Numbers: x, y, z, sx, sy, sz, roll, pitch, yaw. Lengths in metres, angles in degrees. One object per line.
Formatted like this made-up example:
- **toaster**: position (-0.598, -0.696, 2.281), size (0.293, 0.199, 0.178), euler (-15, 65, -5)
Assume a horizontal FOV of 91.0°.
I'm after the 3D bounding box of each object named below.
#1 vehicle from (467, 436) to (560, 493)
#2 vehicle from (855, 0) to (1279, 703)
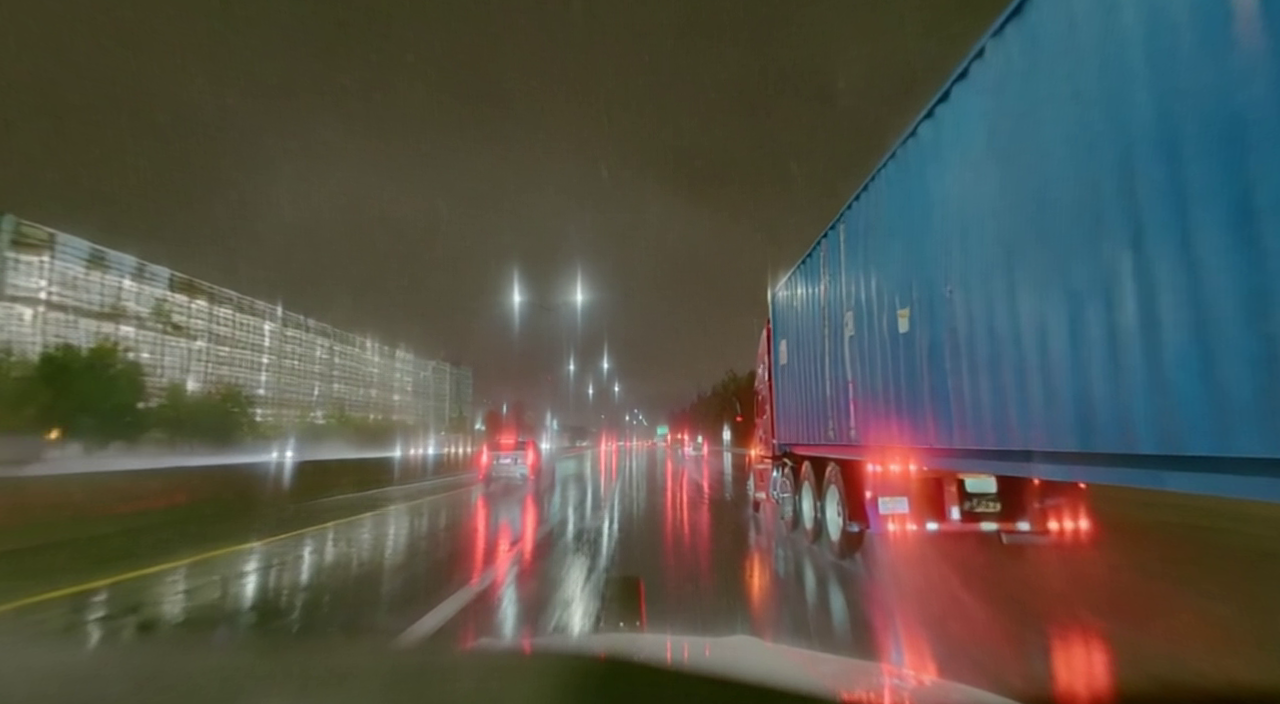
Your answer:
- **vehicle**: position (-3.697, 3.359, 19.148), size (1.954, 1.528, 4.010), euler (0, -9, 0)
- **vehicle**: position (3.847, -0.815, 0.254), size (2.893, 3.992, 13.605), euler (0, -8, 1)
